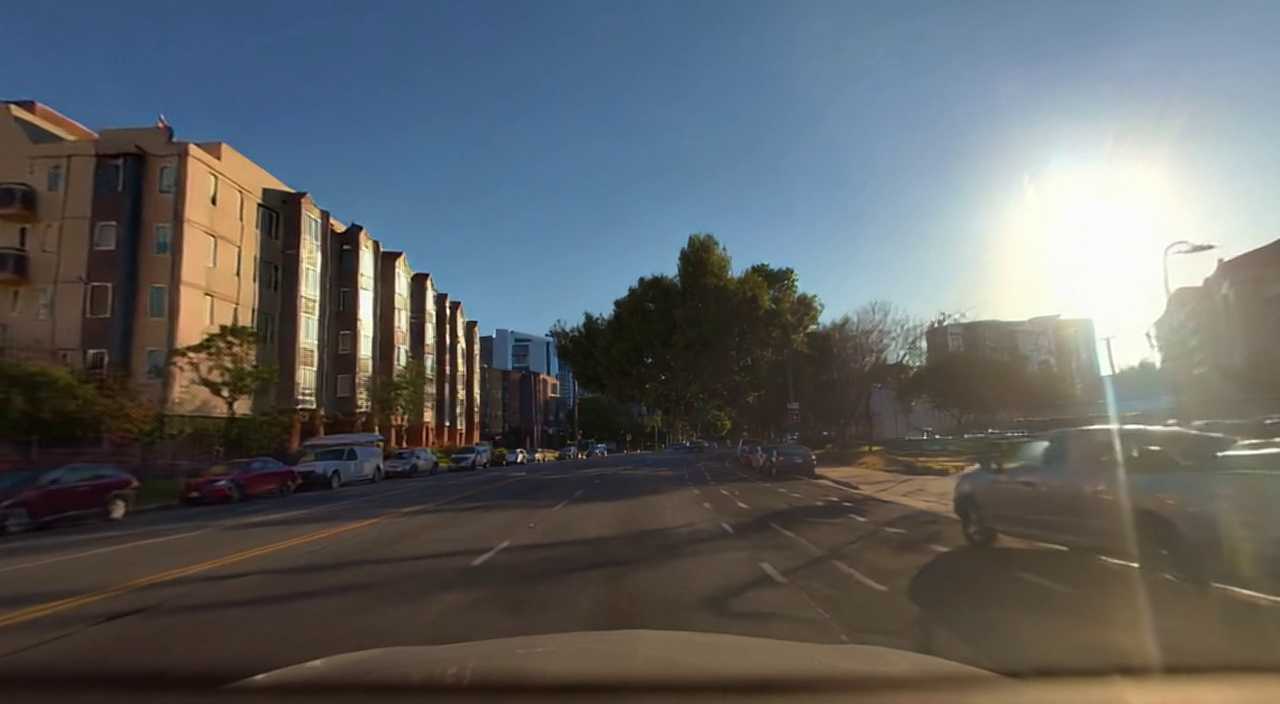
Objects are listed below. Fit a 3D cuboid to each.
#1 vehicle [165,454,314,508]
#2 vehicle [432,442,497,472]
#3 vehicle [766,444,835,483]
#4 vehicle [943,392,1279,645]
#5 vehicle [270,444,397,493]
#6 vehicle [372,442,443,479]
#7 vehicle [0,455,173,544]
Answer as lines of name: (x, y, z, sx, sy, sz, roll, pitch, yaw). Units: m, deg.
vehicle: (-12.373, 3.978, 19.915, 1.723, 1.418, 4.359, 0, -8, 2)
vehicle: (-11.773, 7.076, 42.888, 2.137, 1.835, 5.833, -1, -8, 7)
vehicle: (6.600, 4.620, 26.523, 1.947, 1.487, 4.549, 0, -8, 3)
vehicle: (5.631, 1.519, 6.772, 2.102, 1.781, 5.470, 0, -8, 1)
vehicle: (-12.515, 4.745, 26.400, 2.290, 1.799, 5.801, 0, -8, 1)
vehicle: (-12.369, 5.783, 33.961, 2.001, 1.836, 4.471, 0, -8, 2)
vehicle: (-12.270, 2.960, 13.284, 1.926, 1.499, 3.869, 0, -8, 0)
